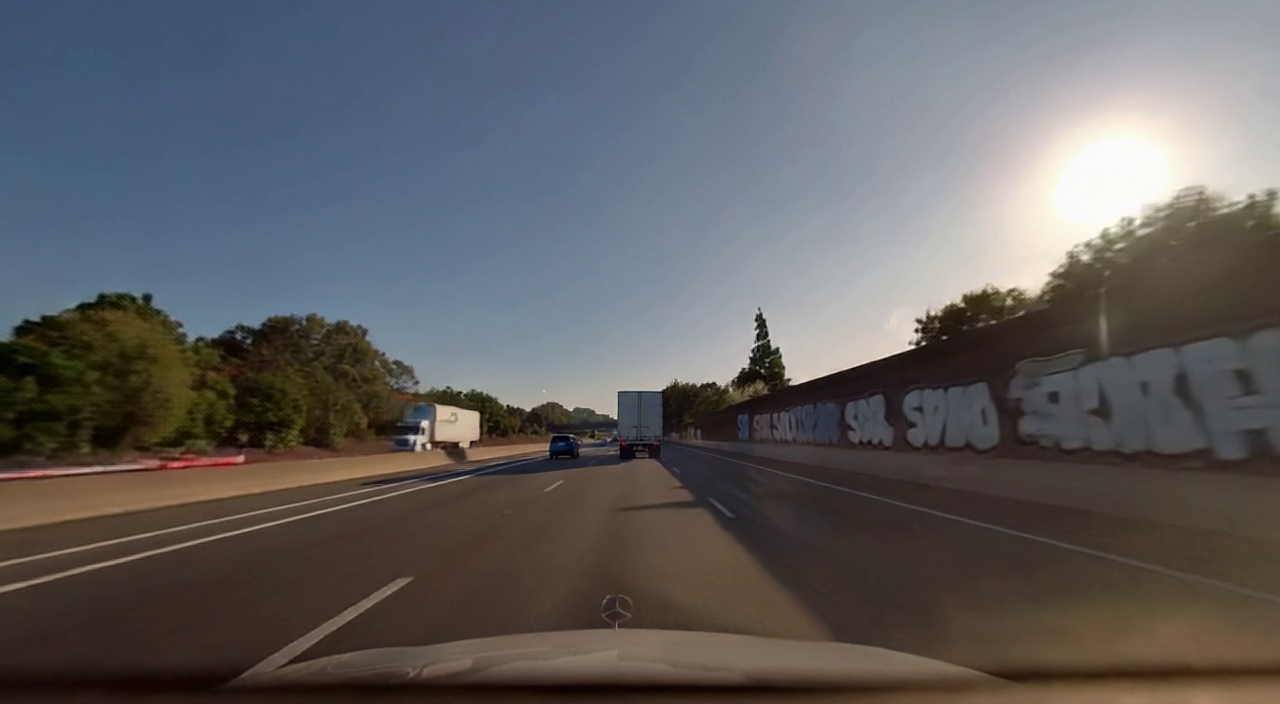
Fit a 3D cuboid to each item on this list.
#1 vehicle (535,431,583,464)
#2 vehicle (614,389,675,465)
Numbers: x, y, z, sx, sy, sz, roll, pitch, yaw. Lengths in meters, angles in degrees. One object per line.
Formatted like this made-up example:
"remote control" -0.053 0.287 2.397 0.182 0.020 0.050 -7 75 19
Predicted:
"vehicle" -4.299 5.129 34.134 2.058 1.645 4.130 0 -8 0
"vehicle" 0.122 4.236 35.002 2.927 3.649 9.443 0 -8 -1
